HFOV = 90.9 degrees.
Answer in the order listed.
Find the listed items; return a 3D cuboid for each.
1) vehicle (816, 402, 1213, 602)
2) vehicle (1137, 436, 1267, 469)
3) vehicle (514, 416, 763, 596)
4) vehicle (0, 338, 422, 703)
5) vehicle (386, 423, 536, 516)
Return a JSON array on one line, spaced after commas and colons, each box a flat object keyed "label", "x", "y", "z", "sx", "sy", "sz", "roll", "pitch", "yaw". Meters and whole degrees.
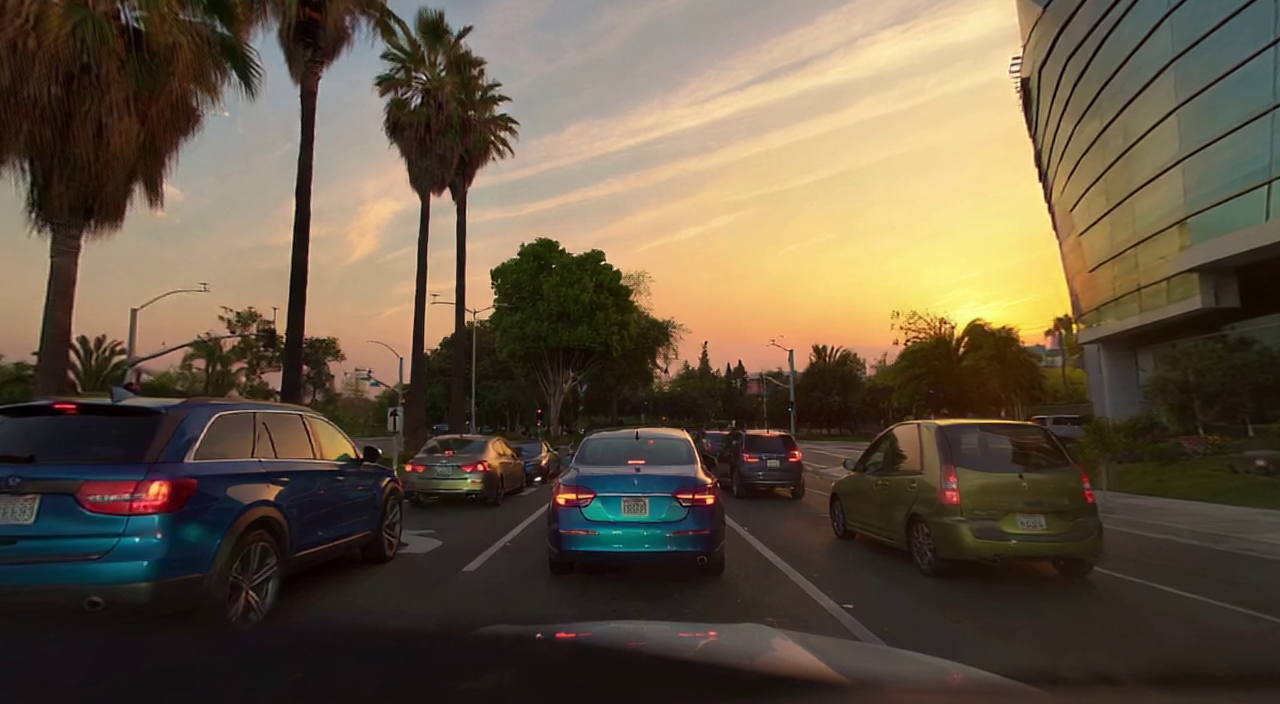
[{"label": "vehicle", "x": 3.838, "y": 1.615, "z": 7.679, "sx": 2.064, "sy": 1.696, "sz": 4.431, "roll": 0, "pitch": -8, "yaw": 0}, {"label": "vehicle", "x": 25.445, "y": 4.556, "z": 28.657, "sx": 4.014, "sy": 1.417, "sz": 1.777, "roll": -1, "pitch": -8, "yaw": 5}, {"label": "vehicle", "x": -0.060, "y": 1.694, "z": 7.855, "sx": 2.219, "sy": 1.586, "sz": 4.321, "roll": 0, "pitch": -8, "yaw": -1}, {"label": "vehicle", "x": -3.540, "y": 1.135, "z": 5.077, "sx": 2.014, "sy": 1.775, "sz": 4.404, "roll": 0, "pitch": -8, "yaw": -1}, {"label": "vehicle", "x": -3.479, "y": 2.356, "z": 13.076, "sx": 1.917, "sy": 1.631, "sz": 3.768, "roll": 0, "pitch": -8, "yaw": 1}]
